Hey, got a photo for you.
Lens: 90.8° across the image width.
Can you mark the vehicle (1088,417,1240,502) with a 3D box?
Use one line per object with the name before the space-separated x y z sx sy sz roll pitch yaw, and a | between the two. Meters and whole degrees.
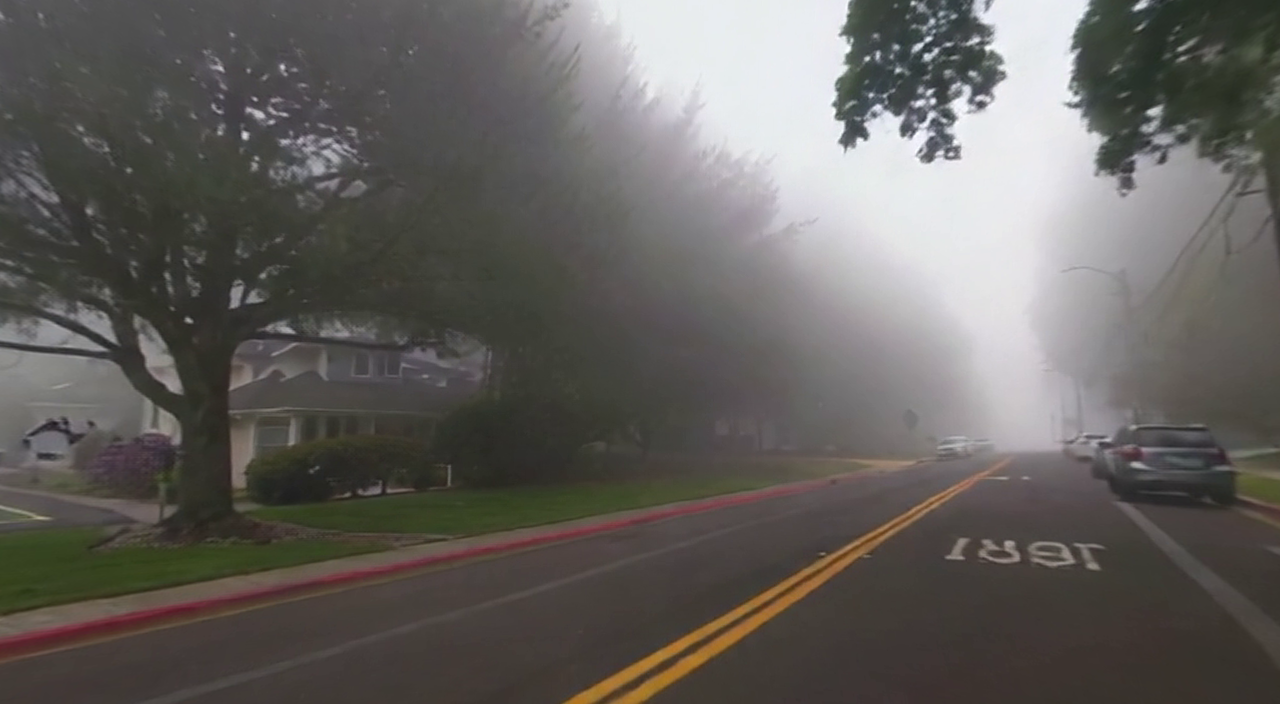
vehicle | 12.777 2.628 15.754 2.204 1.776 4.262 -5 -10 31
